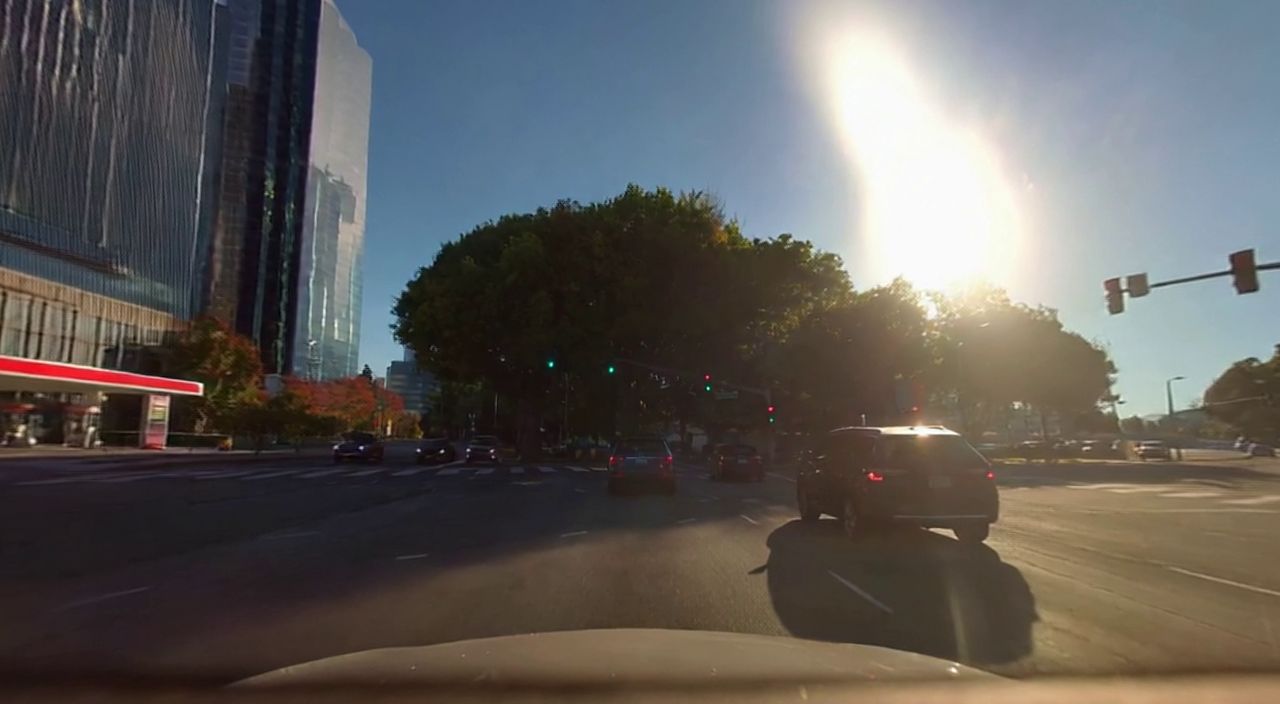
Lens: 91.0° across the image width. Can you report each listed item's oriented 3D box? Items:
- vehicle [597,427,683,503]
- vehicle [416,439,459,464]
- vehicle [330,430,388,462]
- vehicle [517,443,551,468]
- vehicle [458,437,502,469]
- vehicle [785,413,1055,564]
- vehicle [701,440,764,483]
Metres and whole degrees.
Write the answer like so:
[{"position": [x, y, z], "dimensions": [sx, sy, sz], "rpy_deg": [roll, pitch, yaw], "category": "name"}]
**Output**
[{"position": [-0.041, 3.019, 17.231], "dimensions": [2.051, 1.798, 4.168], "rpy_deg": [0, -8, -1], "category": "vehicle"}, {"position": [-14.017, 6.924, 43.859], "dimensions": [2.023, 1.671, 4.174], "rpy_deg": [1, -8, -7], "category": "vehicle"}, {"position": [-21.091, 7.094, 47.508], "dimensions": [2.460, 2.257, 5.387], "rpy_deg": [1, -8, -8], "category": "vehicle"}, {"position": [-6.722, 6.564, 40.211], "dimensions": [1.987, 1.505, 4.337], "rpy_deg": [1, -8, -8], "category": "vehicle"}, {"position": [-9.583, 6.071, 38.000], "dimensions": [1.992, 1.755, 4.283], "rpy_deg": [1, -8, -7], "category": "vehicle"}, {"position": [3.763, 1.901, 9.498], "dimensions": [2.000, 1.745, 4.206], "rpy_deg": [0, -8, -2], "category": "vehicle"}, {"position": [3.674, 4.416, 25.662], "dimensions": [1.800, 1.592, 3.658], "rpy_deg": [1, -8, -3], "category": "vehicle"}]
